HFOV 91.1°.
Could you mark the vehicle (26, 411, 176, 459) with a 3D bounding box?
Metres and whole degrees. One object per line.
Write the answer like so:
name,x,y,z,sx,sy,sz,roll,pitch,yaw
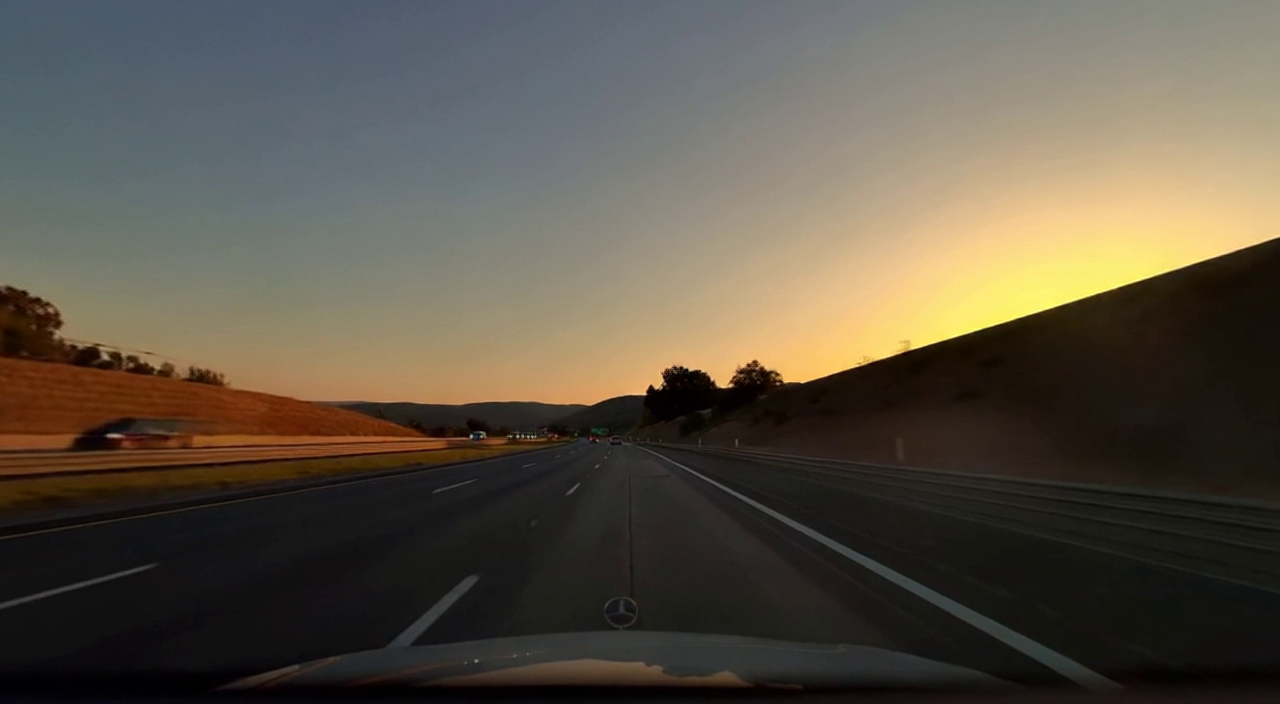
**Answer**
vehicle,-23.329,3.662,27.519,2.145,1.863,5.005,0,-8,-1
